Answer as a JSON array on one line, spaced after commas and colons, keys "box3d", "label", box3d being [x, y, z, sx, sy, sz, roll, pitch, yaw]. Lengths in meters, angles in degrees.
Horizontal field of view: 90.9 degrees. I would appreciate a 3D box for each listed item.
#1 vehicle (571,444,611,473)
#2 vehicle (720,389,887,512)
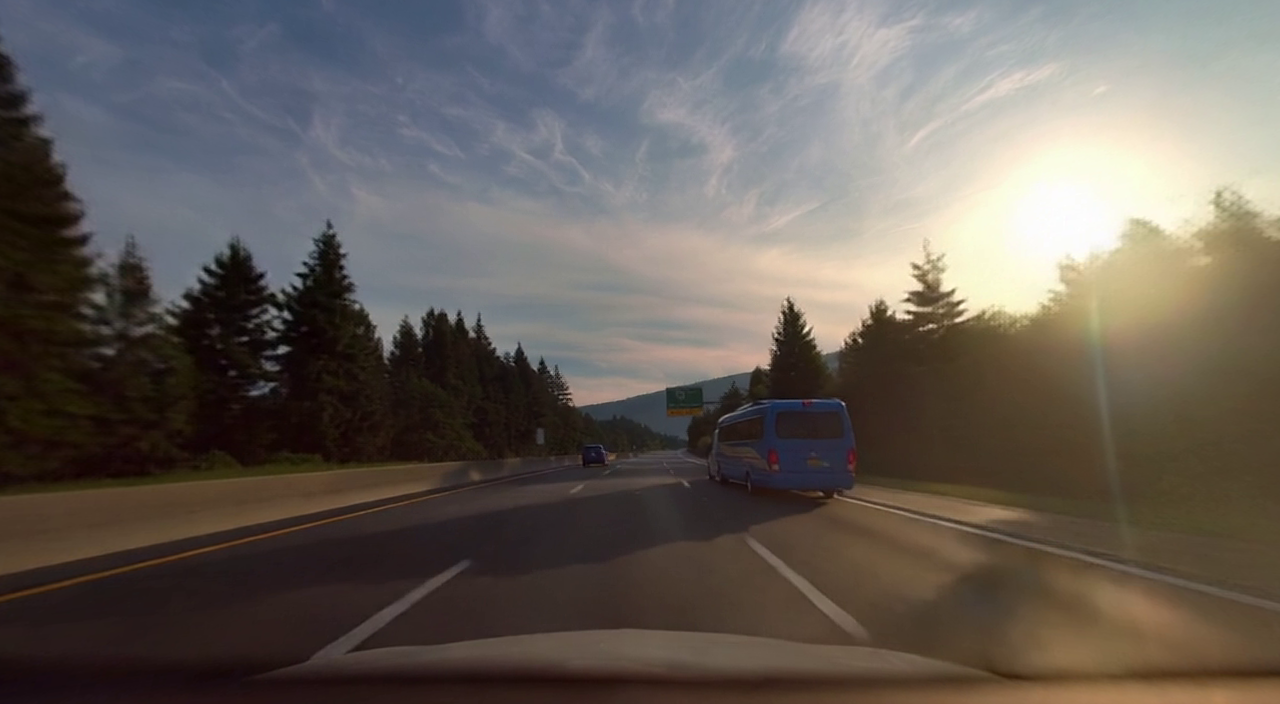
[{"box3d": [-2.887, 6.401, 38.107, 2.020, 1.619, 4.690, 0, -9, 1], "label": "vehicle"}, {"box3d": [3.964, 2.633, 16.953, 2.614, 2.655, 6.429, 0, -9, -1], "label": "vehicle"}]
